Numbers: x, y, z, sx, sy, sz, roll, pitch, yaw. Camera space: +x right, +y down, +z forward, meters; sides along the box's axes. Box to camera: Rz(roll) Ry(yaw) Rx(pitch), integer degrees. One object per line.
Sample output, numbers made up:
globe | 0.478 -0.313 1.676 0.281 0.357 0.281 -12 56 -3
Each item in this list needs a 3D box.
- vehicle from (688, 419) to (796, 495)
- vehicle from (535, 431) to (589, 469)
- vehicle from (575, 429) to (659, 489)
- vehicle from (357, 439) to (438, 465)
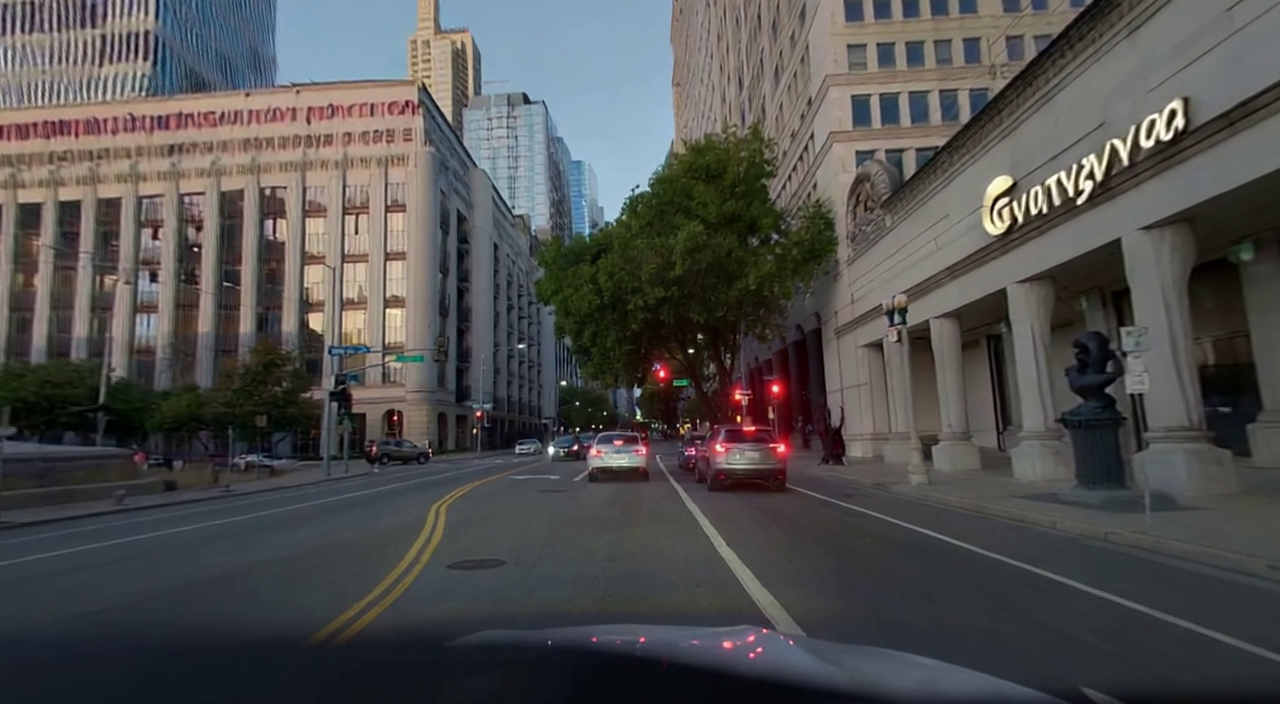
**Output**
vehicle | 2.594 2.807 17.255 2.096 1.775 4.440 0 -8 -1
vehicle | -3.556 4.569 29.673 2.045 1.633 4.864 0 -8 -2
vehicle | -0.583 2.968 17.907 2.096 1.492 4.071 0 -8 0
vehicle | -17.089 7.049 44.669 4.855 1.769 2.071 0 -8 0
